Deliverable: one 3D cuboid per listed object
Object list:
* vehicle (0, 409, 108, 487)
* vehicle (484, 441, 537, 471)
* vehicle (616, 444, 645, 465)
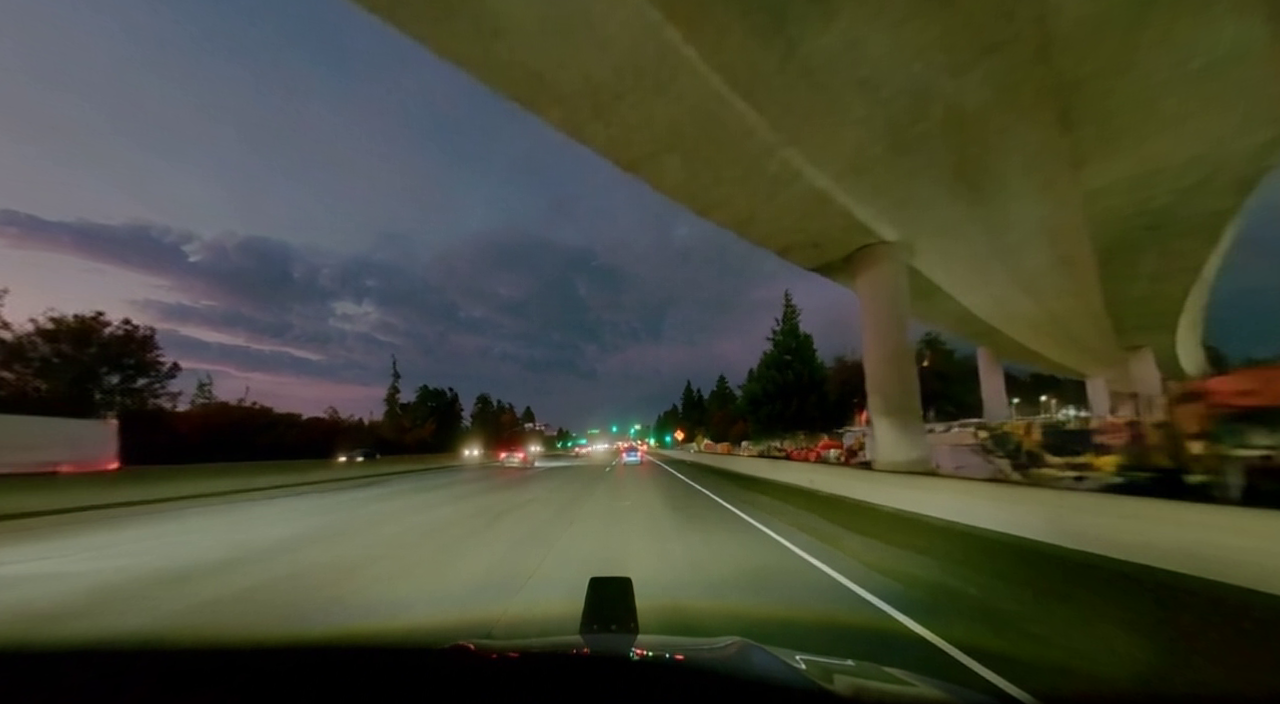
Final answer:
[{"bbox_3d":[-28.853,3.922,25.860,2.805,3.309,13.063,0,-8,0],"label":"vehicle"},{"bbox_3d":[-7.292,5.908,36.040,2.128,1.604,4.279,0,-8,0],"label":"vehicle"},{"bbox_3d":[-0.673,7.465,46.126,2.051,1.459,4.092,0,-8,-1],"label":"vehicle"}]
